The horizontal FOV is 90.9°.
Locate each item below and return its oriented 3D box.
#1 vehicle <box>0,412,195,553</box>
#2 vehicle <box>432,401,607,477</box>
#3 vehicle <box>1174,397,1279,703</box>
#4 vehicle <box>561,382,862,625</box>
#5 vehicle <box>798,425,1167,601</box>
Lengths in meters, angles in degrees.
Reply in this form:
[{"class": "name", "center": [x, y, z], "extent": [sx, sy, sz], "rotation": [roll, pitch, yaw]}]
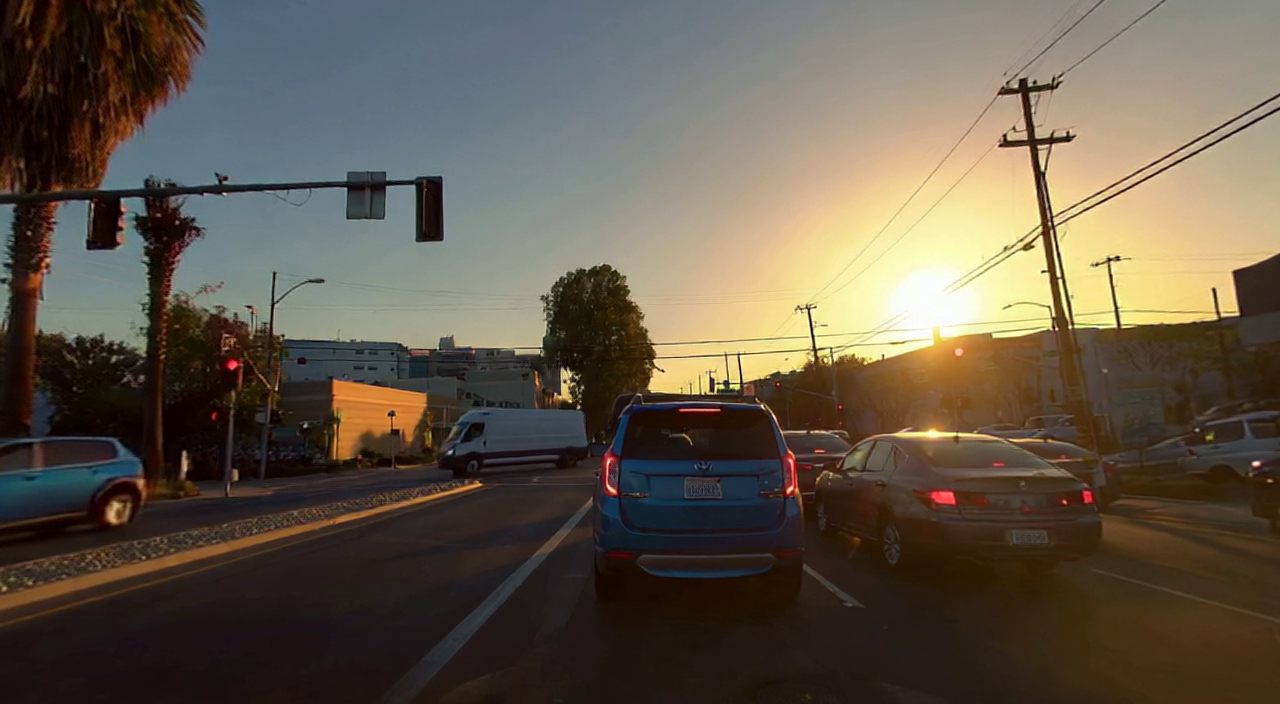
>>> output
[{"class": "vehicle", "center": [-13.103, 2.714, 13.483], "extent": [2.230, 2.653, 5.869], "rotation": [-1, -9, 8]}, {"class": "vehicle", "center": [-6.727, 5.323, 38.153], "extent": [2.973, 3.889, 11.535], "rotation": [-6, -10, 34]}, {"class": "vehicle", "center": [3.357, 0.653, 0.658], "extent": [1.805, 1.485, 4.348], "rotation": [0, -9, 1]}, {"class": "vehicle", "center": [0.454, 1.436, 6.883], "extent": [2.228, 1.780, 4.269], "rotation": [0, -9, -2]}, {"class": "vehicle", "center": [3.436, 1.681, 7.503], "extent": [1.895, 1.456, 4.255], "rotation": [0, -9, -2]}]
